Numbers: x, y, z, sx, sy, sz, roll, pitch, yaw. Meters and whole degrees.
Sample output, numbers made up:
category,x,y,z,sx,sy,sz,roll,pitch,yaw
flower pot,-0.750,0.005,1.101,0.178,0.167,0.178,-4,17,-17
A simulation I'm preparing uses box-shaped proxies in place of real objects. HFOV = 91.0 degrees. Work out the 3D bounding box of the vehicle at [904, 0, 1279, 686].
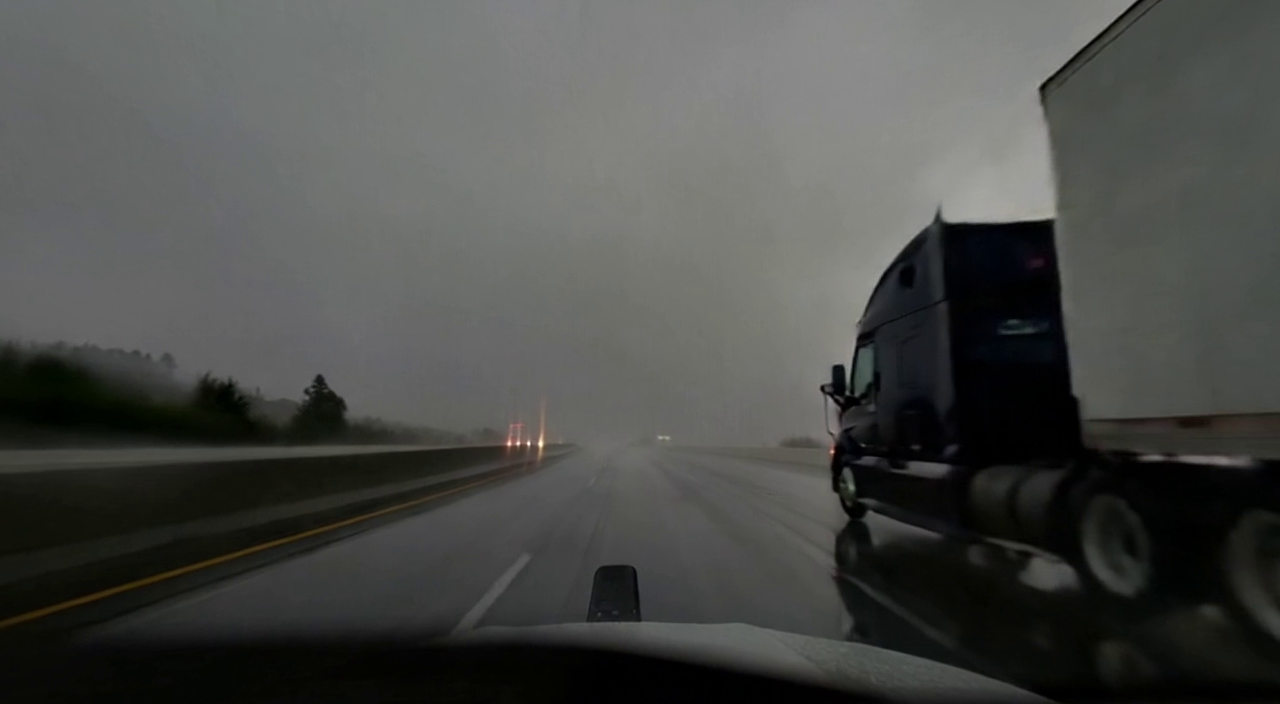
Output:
category,x,y,z,sx,sy,sz,roll,pitch,yaw
vehicle,4.949,-0.337,2.746,3.041,4.012,10.162,0,-8,-1
